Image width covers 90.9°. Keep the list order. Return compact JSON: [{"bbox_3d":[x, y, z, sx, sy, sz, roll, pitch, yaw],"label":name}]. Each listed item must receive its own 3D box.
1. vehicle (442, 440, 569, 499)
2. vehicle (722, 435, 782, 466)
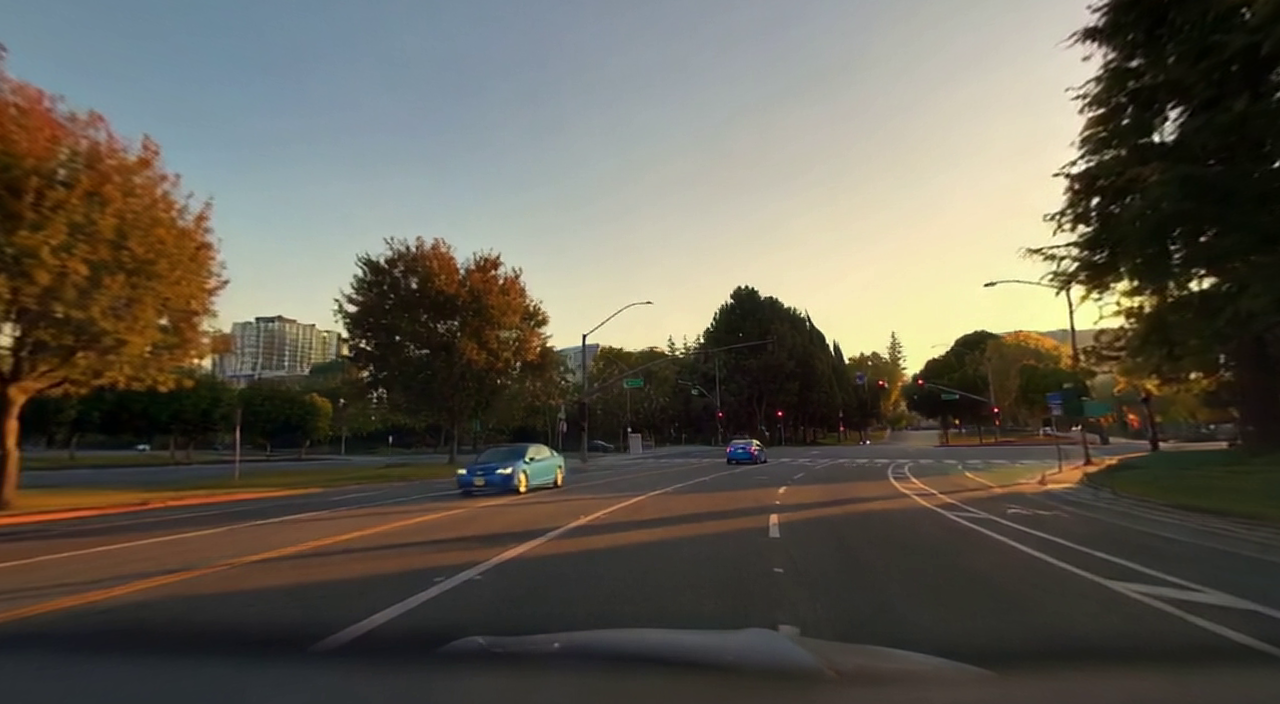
[{"bbox_3d":[-3.934,3.527,19.396,1.983,1.562,4.652,-2,-9,13],"label":"vehicle"},{"bbox_3d":[6.272,5.448,34.921,2.055,1.573,4.065,-5,-10,28],"label":"vehicle"}]
